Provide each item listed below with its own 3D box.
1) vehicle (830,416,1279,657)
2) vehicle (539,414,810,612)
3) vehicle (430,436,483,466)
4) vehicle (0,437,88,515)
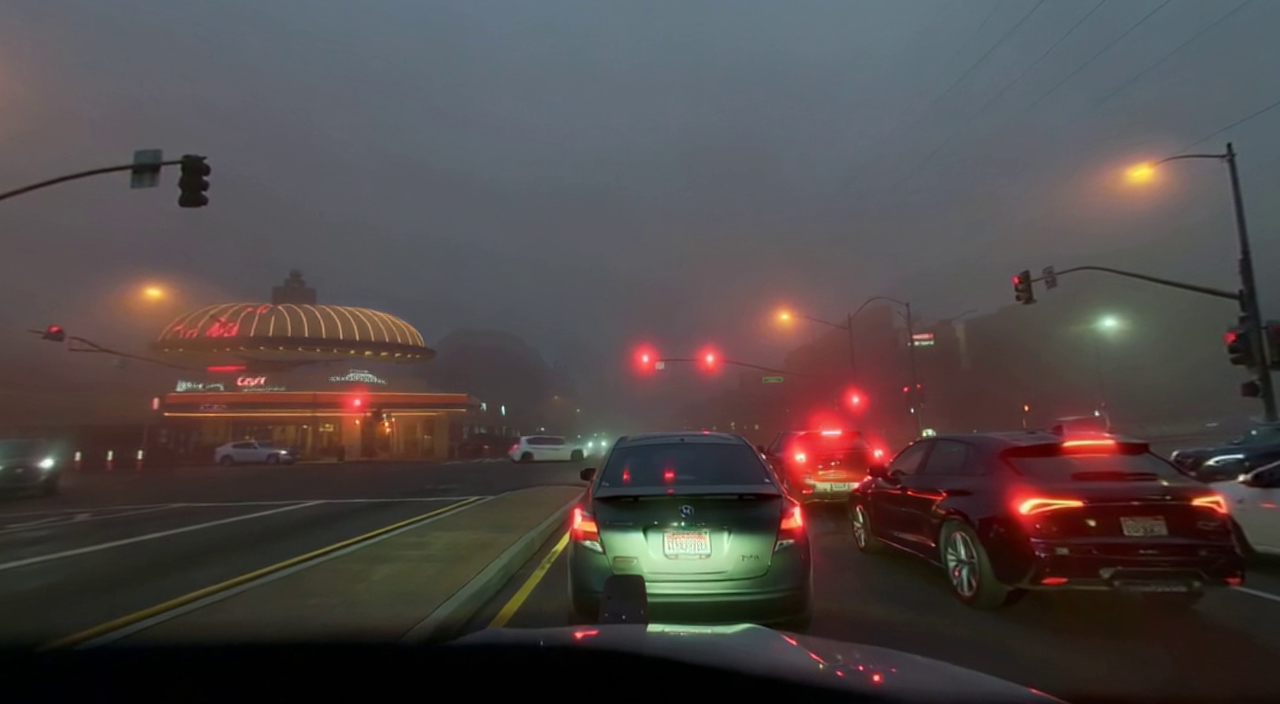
[{"bbox_3d":[3.521,1.482,6.232,1.883,1.480,4.489,0,-8,0],"label":"vehicle"},{"bbox_3d":[0.216,1.522,6.843,2.073,1.496,3.892,0,-8,-1],"label":"vehicle"},{"bbox_3d":[-12.112,6.565,41.942,2.122,1.829,4.559,0,-8,0],"label":"vehicle"},{"bbox_3d":[-16.515,3.152,16.440,4.841,1.783,2.203,-7,-11,38],"label":"vehicle"}]
